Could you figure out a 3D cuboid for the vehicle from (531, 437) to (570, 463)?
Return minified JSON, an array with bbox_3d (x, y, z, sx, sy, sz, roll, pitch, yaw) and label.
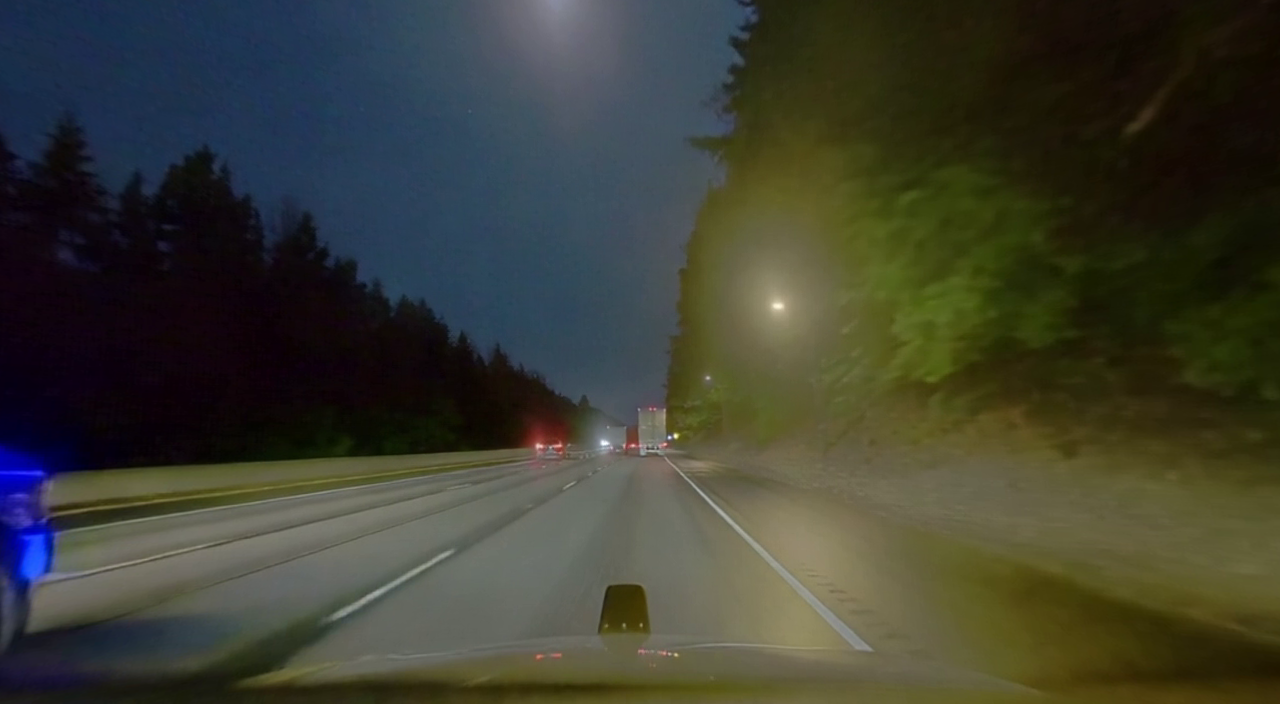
[{"bbox_3d":[-6.779,7.512,48.312,2.149,1.884,4.627,0,-8,2],"label":"vehicle"}]
